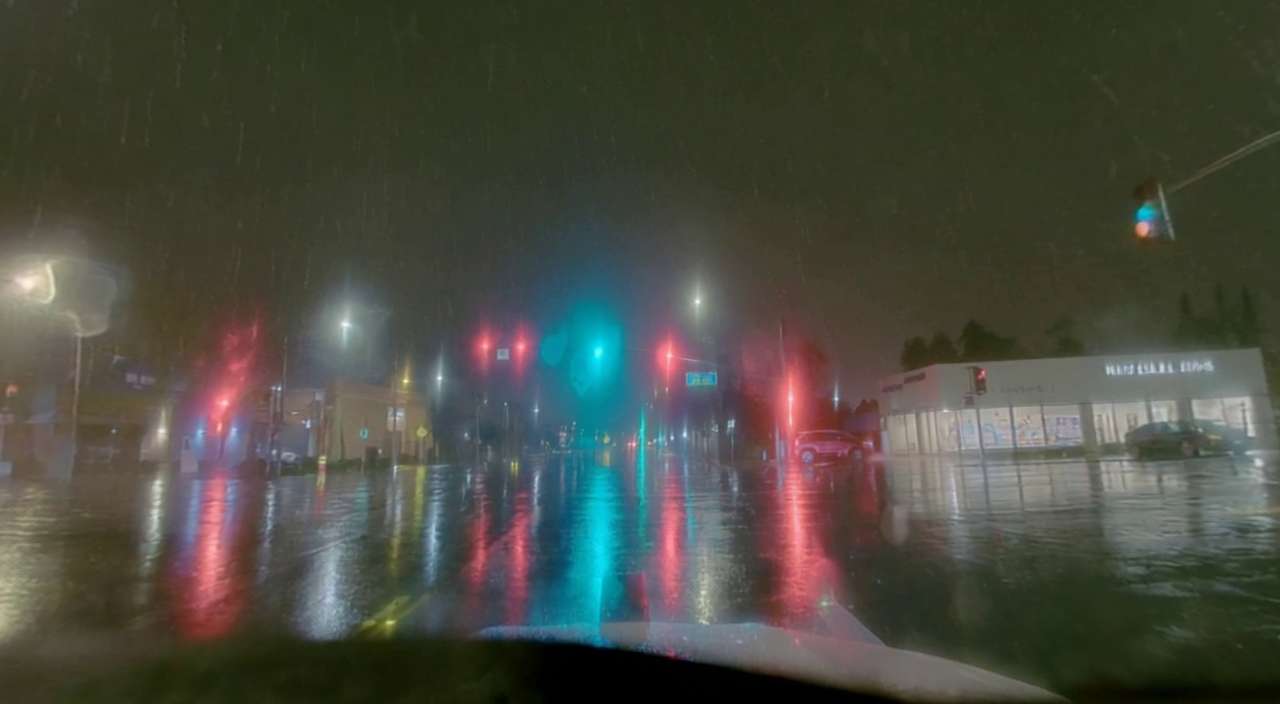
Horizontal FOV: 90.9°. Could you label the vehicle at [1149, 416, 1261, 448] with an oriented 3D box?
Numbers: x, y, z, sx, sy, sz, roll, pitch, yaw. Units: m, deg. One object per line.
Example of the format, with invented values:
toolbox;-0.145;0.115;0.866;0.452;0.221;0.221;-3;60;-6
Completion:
vehicle;28.274;4.079;31.729;1.799;1.459;4.266;0;-8;3
